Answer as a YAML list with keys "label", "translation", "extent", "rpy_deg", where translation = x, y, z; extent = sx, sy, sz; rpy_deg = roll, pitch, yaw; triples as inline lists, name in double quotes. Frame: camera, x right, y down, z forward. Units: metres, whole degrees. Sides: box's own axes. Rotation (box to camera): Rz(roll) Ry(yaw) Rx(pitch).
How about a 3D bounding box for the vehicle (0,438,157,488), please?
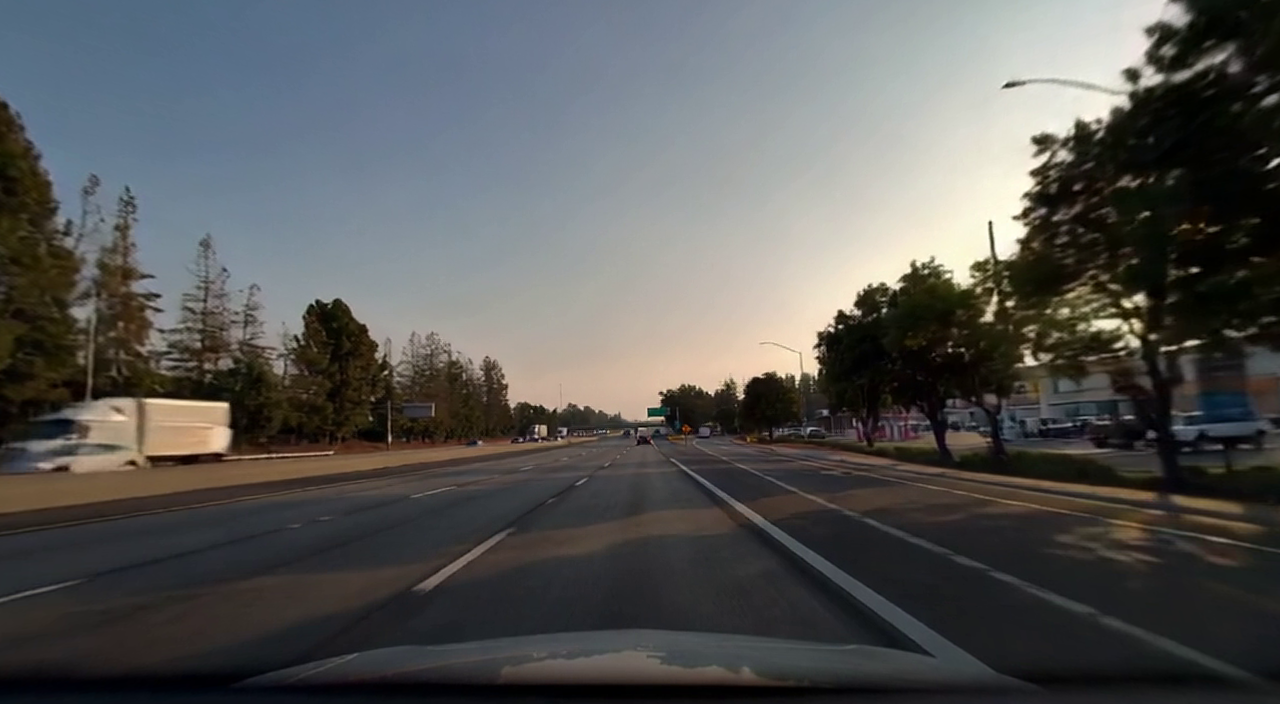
- label: "vehicle"
  translation: [-22.606, 4.298, 24.960]
  extent: [1.989, 1.705, 6.263]
  rpy_deg: [0, -8, 0]

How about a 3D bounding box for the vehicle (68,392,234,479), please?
- label: "vehicle"
  translation: [-27.309, 4.761, 35.924]
  extent: [3.154, 4.285, 7.732]
  rpy_deg: [-1, -8, 0]
